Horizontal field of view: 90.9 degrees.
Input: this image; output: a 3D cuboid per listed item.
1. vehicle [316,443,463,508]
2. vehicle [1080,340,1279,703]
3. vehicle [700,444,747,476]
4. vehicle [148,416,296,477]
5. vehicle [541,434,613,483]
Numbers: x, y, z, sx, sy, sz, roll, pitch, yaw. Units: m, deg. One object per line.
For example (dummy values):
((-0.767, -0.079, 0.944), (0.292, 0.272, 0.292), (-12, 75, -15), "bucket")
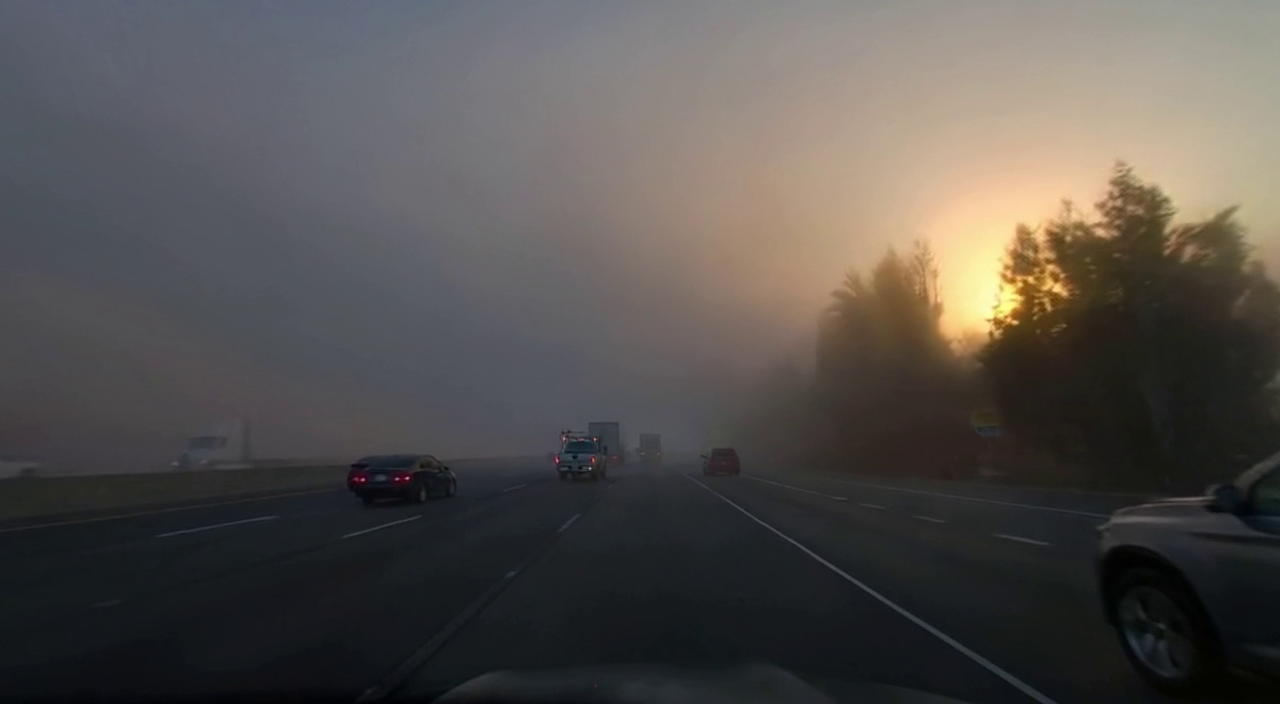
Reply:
((-6.553, 3.255, 17.102), (2.235, 1.506, 4.159), (0, -8, 1), "vehicle")
((3.363, 0.610, 1.141), (2.028, 1.658, 4.334), (-1, -9, 1), "vehicle")
((4.576, 5.973, 35.205), (2.026, 1.661, 3.865), (0, -8, -1), "vehicle")
((-28.248, 6.524, 43.547), (2.942, 3.699, 10.305), (0, -9, 1), "vehicle")
((-2.754, 4.918, 29.587), (2.645, 2.023, 6.491), (0, -9, 1), "vehicle")
